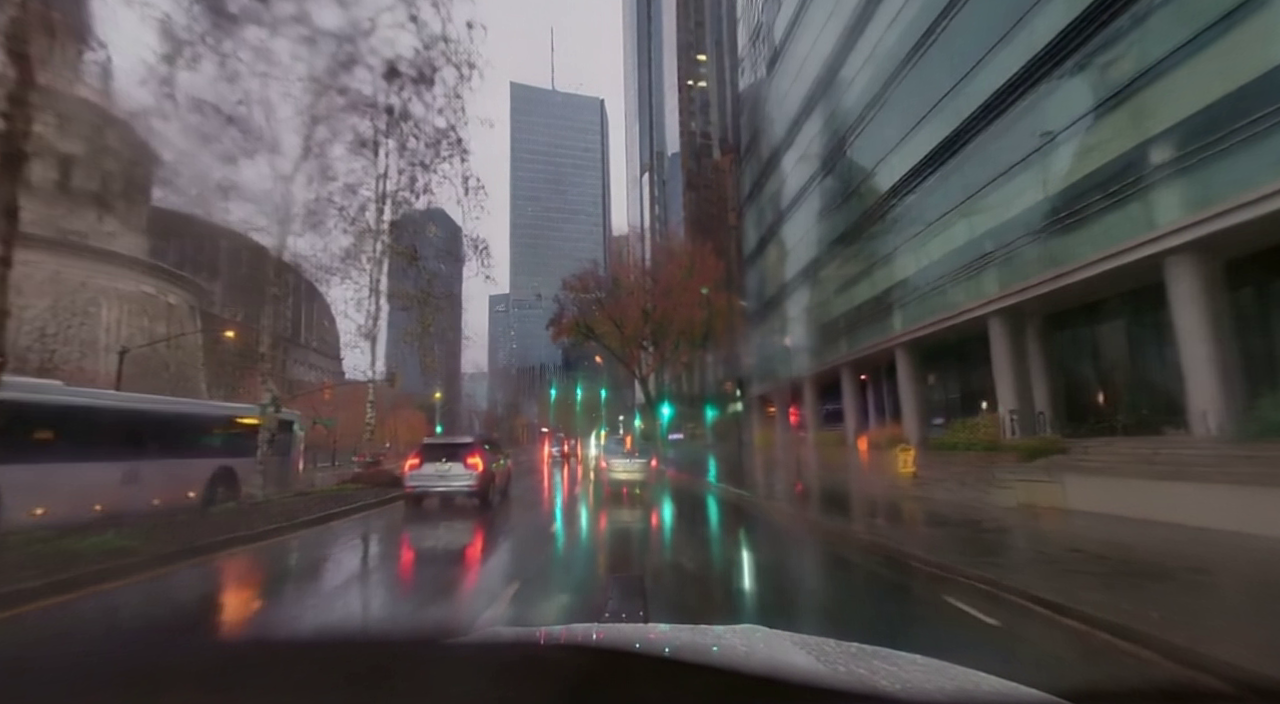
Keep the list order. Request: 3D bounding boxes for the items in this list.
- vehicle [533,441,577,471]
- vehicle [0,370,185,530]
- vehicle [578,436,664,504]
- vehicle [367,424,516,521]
[{"bbox_3d":[-4.572,5.631,34.353,1.961,1.517,4.202,1,-9,-2],"label":"vehicle"},{"bbox_3d":[-14.928,2.095,13.522,3.063,3.298,9.918,0,-9,-1],"label":"vehicle"},{"bbox_3d":[-0.507,2.932,16.024,1.933,1.504,3.802,1,-9,-3],"label":"vehicle"},{"bbox_3d":[-3.772,2.357,12.736,1.848,1.641,3.686,0,-9,-1],"label":"vehicle"}]
